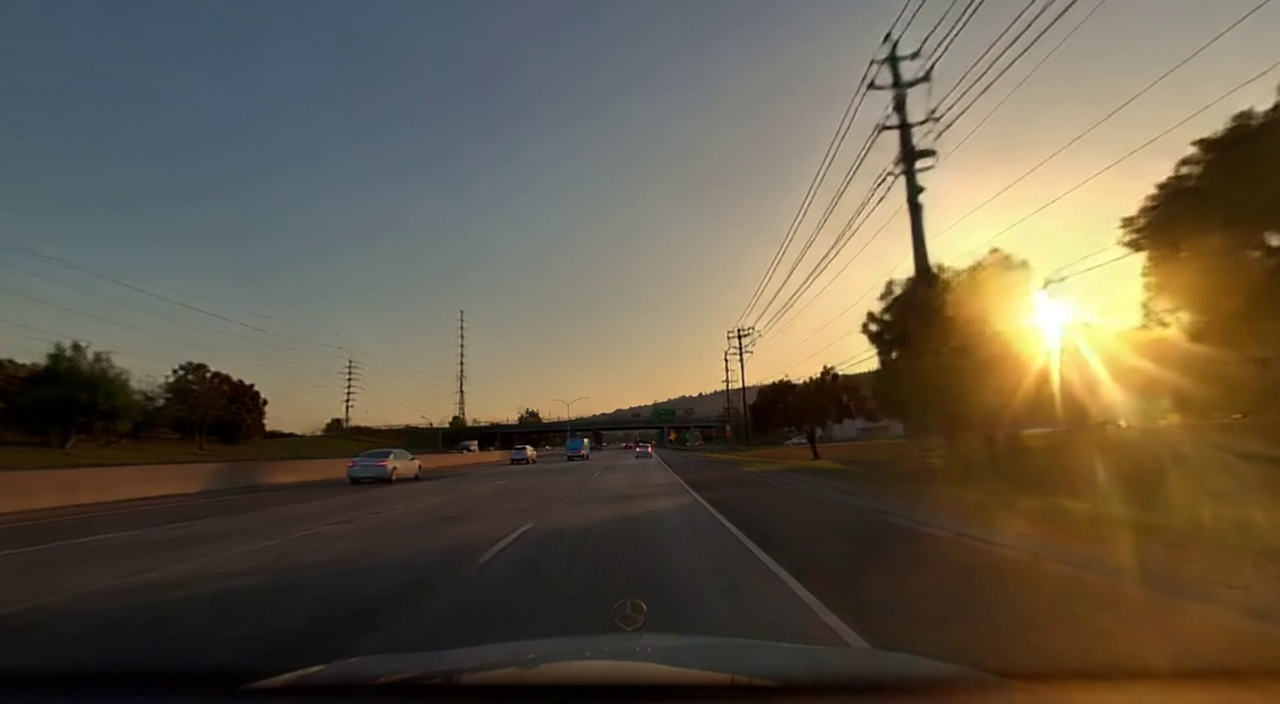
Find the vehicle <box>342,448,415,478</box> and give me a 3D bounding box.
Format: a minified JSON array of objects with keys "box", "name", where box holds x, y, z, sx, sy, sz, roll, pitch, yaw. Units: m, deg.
[{"box":[-14.198,6.027,34.528,1.988,1.477,4.442,0,-8,1],"name":"vehicle"}]
